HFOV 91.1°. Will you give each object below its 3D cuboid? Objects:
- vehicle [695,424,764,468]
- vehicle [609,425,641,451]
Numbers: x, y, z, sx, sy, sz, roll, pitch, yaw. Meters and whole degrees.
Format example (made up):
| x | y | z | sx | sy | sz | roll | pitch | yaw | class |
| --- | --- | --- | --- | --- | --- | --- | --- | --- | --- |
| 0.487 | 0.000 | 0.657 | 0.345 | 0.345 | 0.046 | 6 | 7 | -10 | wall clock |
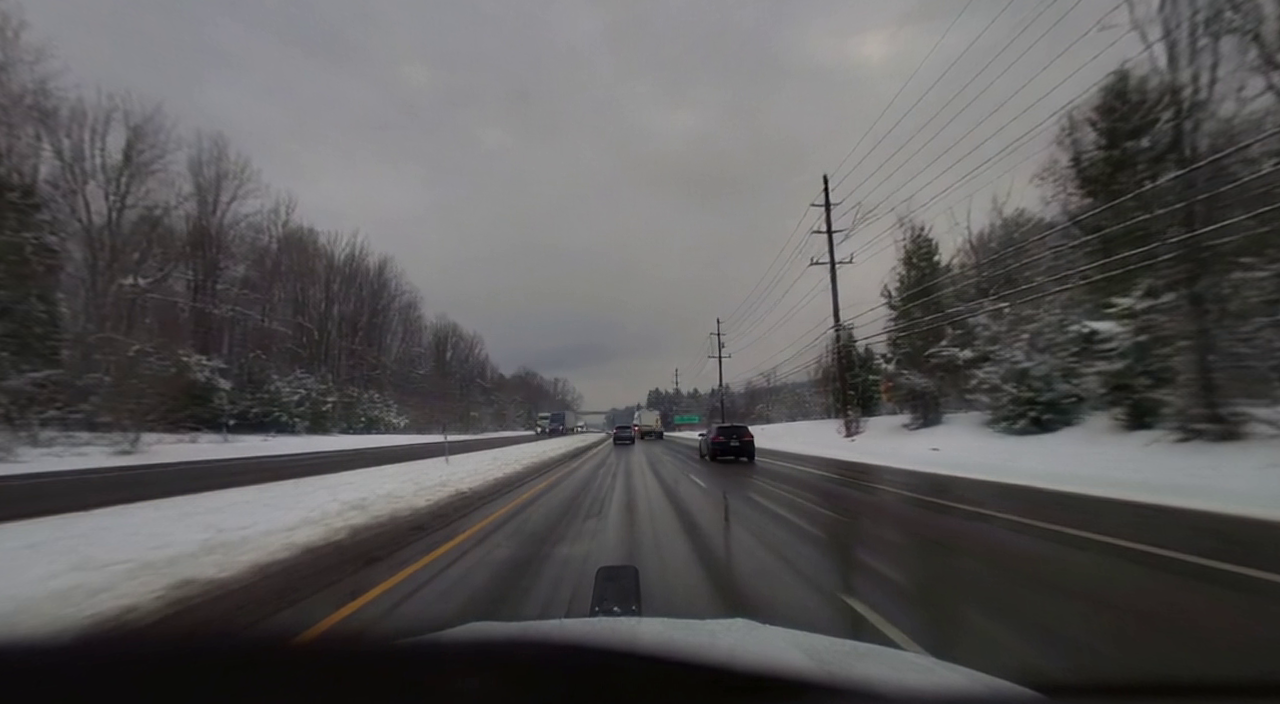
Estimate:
| x | y | z | sx | sy | sz | roll | pitch | yaw | class |
| --- | --- | --- | --- | --- | --- | --- | --- | --- | --- |
| 3.412 | 3.657 | 24.695 | 2.062 | 1.581 | 3.914 | 0 | -8 | -1 | vehicle |
| -0.982 | 5.678 | 41.452 | 2.019 | 1.642 | 3.790 | 0 | -8 | -1 | vehicle |
